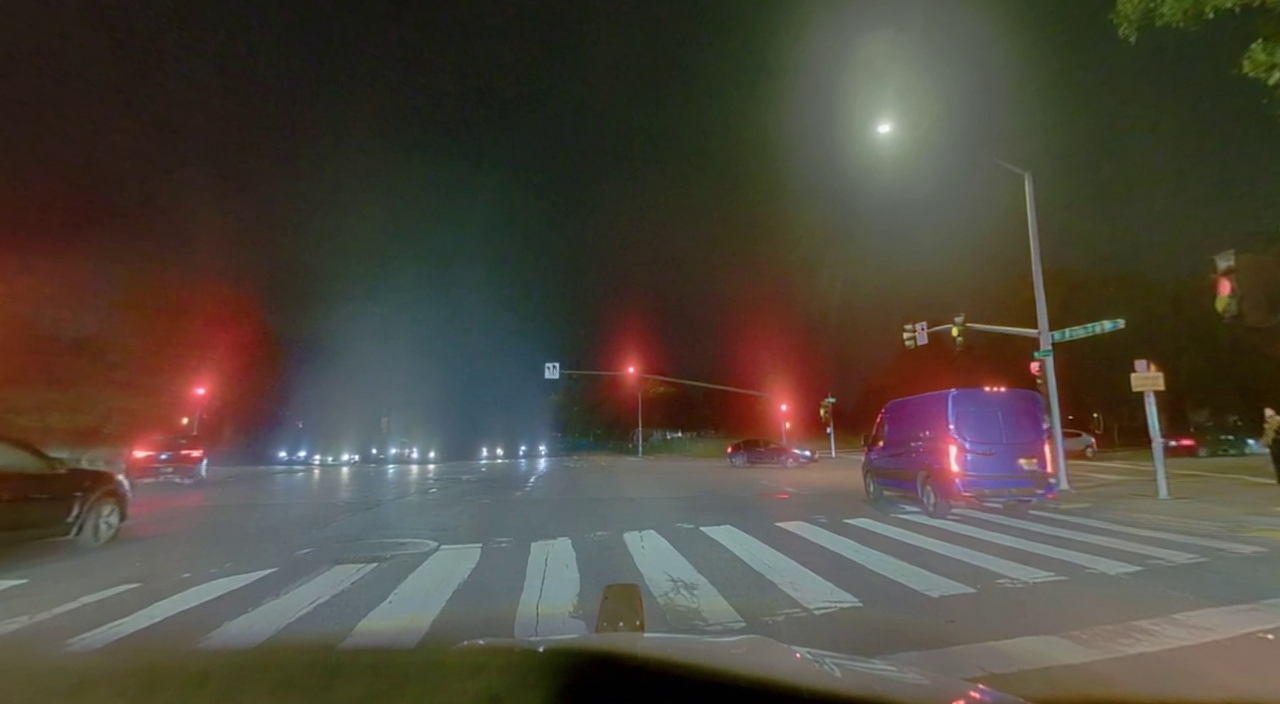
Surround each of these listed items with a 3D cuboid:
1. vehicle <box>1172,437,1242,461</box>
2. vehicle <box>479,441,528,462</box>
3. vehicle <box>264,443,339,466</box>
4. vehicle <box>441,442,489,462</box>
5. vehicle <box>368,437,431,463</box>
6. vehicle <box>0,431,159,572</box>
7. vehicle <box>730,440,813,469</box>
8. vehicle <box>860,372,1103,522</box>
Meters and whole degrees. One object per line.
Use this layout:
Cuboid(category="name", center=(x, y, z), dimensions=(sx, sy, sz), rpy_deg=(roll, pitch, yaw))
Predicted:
Cuboid(category="vehicle", center=(36.938, 6.279, 41.117), dimensions=(4.413, 1.485, 1.860), rpy_deg=(4, -10, -28))
Cuboid(category="vehicle", center=(-10.160, 7.464, 47.388), dimensions=(2.097, 1.484, 4.596), rpy_deg=(-1, -9, 8))
Cuboid(category="vehicle", center=(-21.844, 6.639, 40.973), dimensions=(1.859, 1.415, 4.591), rpy_deg=(-1, -9, 8))
Cuboid(category="vehicle", center=(-13.192, 7.587, 47.860), dimensions=(1.845, 1.426, 4.289), rpy_deg=(-1, -9, 8))
Cuboid(category="vehicle", center=(-17.390, 7.153, 46.001), dimensions=(2.189, 1.753, 4.785), rpy_deg=(-1, -9, 8))
Cuboid(category="vehicle", center=(-7.388, 1.501, 6.329), dimensions=(1.824, 1.414, 4.597), rpy_deg=(1, -8, -5))
Cuboid(category="vehicle", center=(6.786, 5.268, 32.517), dimensions=(3.909, 1.409, 1.907), rpy_deg=(-3, -9, 21))
Cuboid(category="vehicle", center=(6.684, 2.002, 13.388), dimensions=(2.332, 2.511, 5.326), rpy_deg=(-1, -9, 3))
